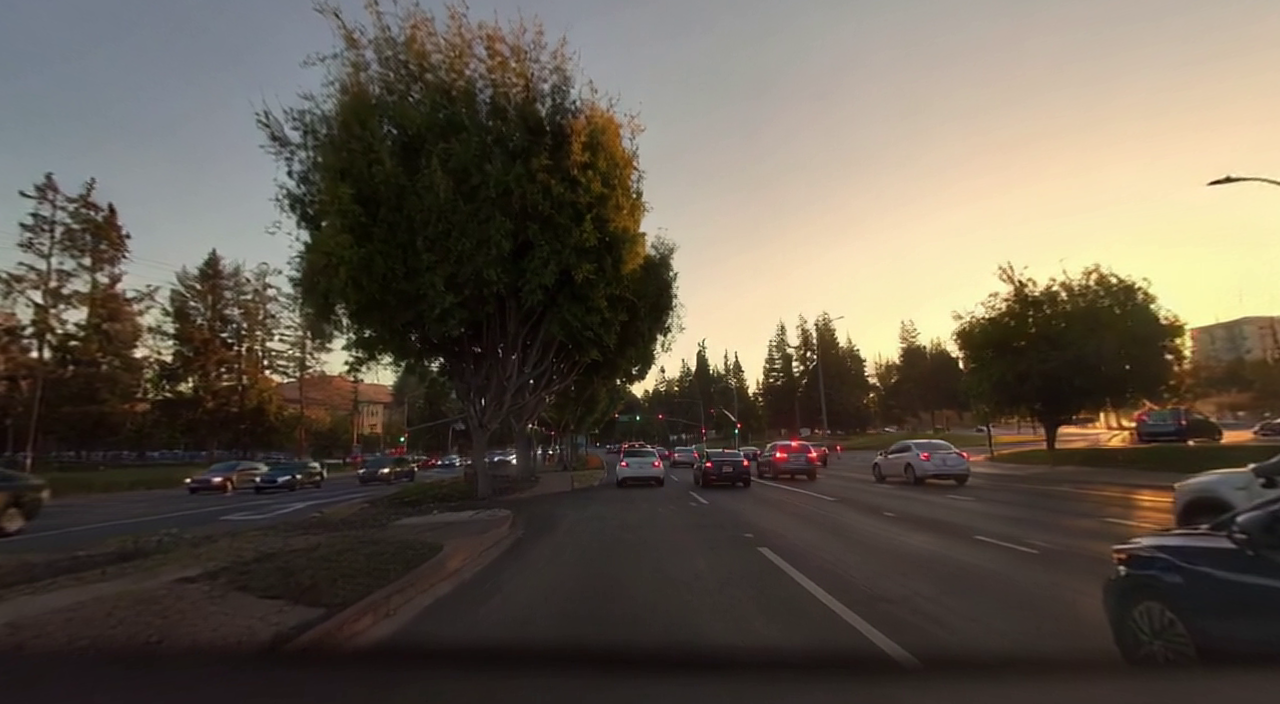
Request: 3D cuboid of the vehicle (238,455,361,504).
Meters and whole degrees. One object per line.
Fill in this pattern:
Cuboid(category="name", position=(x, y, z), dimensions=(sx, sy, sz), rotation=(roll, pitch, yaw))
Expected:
Cuboid(category="vehicle", position=(-12.043, 4.495, 22.728), dimensions=(1.896, 1.484, 4.473), rotation=(0, -9, 0))

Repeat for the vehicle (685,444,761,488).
Cuboid(category="vehicle", position=(2.938, 4.136, 23.405), dimensions=(1.970, 1.445, 4.974), rotation=(0, -9, -2))

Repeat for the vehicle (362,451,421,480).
Cuboid(category="vehicle", position=(-15.783, 7.205, 40.368), dimensions=(1.935, 1.736, 4.531), rotation=(0, -9, 0))

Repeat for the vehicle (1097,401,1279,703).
Cuboid(category="vehicle", position=(3.455, 0.725, 1.052), dimensions=(1.959, 1.472, 4.571), rotation=(0, -9, 0))

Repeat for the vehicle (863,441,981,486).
Cuboid(category="vehicle", position=(10.194, 4.060, 23.382), dimensions=(1.890, 1.488, 5.113), rotation=(0, -9, -2))

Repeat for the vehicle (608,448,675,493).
Cuboid(category="vehicle", position=(-0.009, 3.866, 21.008), dimensions=(1.990, 1.347, 4.067), rotation=(0, -9, -1))

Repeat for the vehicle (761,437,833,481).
Cuboid(category="vehicle", position=(6.484, 4.471, 26.533), dimensions=(1.931, 1.685, 4.054), rotation=(0, -9, -1))

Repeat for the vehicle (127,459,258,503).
Cuboid(category="vehicle", position=(-19.004, 5.447, 27.190), dimensions=(1.992, 1.607, 4.965), rotation=(0, -9, -1))
